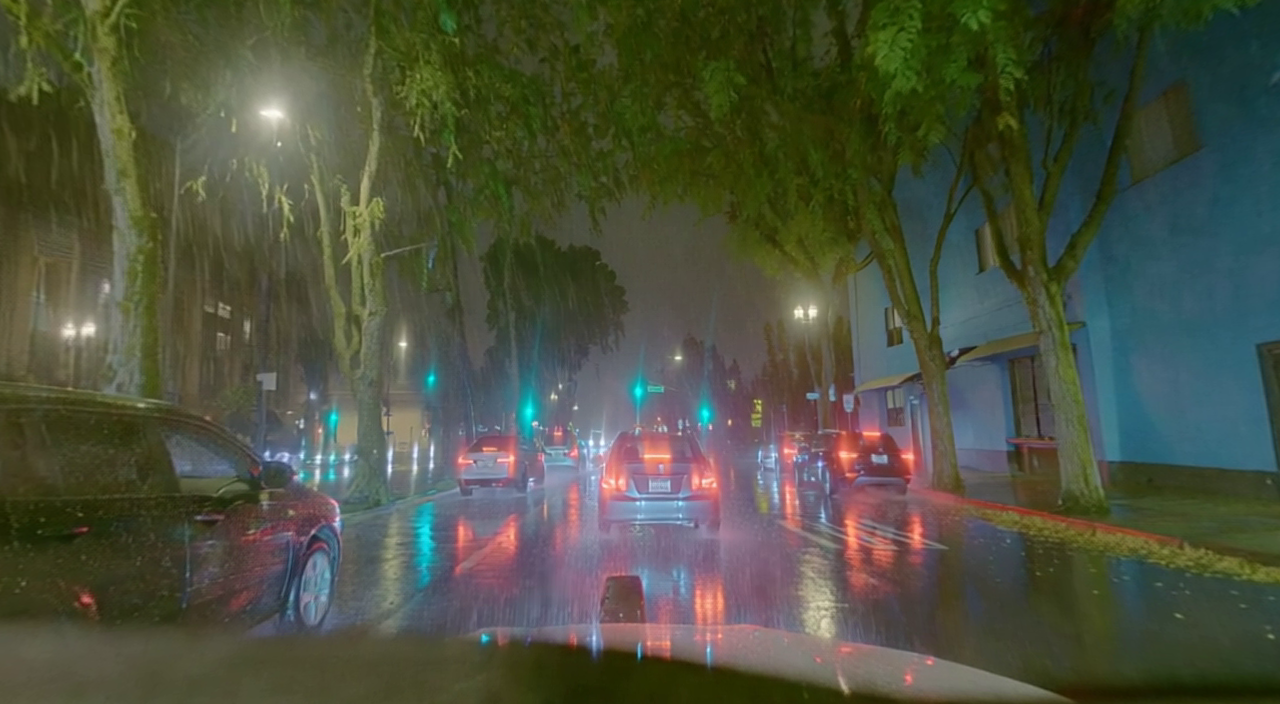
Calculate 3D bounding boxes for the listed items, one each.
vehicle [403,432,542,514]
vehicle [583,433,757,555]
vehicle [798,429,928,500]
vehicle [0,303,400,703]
[{"bbox_3d":[-3.509,2.619,14.236,1.901,1.522,4.556,0,-9,0],"label":"vehicle"},{"bbox_3d":[0.270,1.995,9.567,2.095,1.438,3.843,0,-9,-3],"label":"vehicle"},{"bbox_3d":[6.342,3.256,18.664,2.025,1.808,4.579,0,-9,-2],"label":"vehicle"},{"bbox_3d":[-3.269,0.931,3.386,2.152,1.802,4.628,0,-9,0],"label":"vehicle"}]
